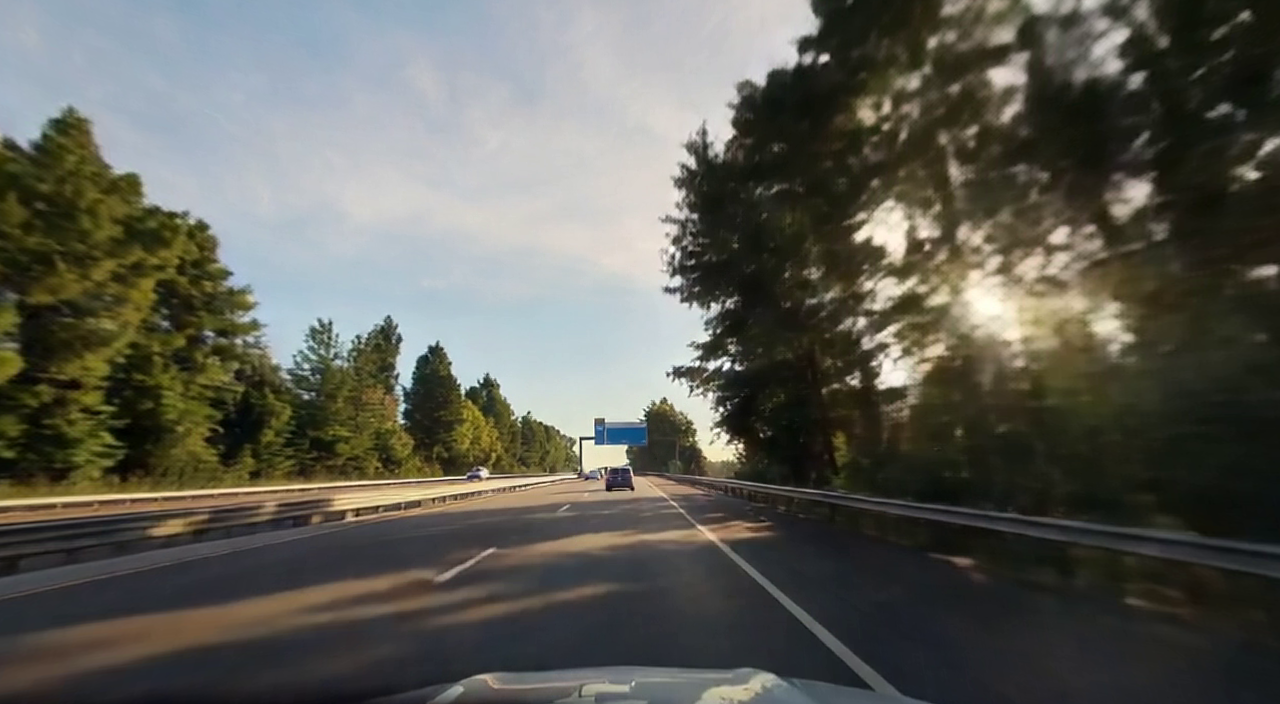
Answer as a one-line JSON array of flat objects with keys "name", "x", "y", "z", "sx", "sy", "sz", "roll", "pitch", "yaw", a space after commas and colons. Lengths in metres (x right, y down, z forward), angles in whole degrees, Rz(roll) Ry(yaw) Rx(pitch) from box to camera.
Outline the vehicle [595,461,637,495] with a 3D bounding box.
[{"name": "vehicle", "x": -1.251, "y": 6.891, "z": 34.625, "sx": 2.107, "sy": 1.668, "sz": 4.554, "roll": 1, "pitch": -11, "yaw": 0}]
